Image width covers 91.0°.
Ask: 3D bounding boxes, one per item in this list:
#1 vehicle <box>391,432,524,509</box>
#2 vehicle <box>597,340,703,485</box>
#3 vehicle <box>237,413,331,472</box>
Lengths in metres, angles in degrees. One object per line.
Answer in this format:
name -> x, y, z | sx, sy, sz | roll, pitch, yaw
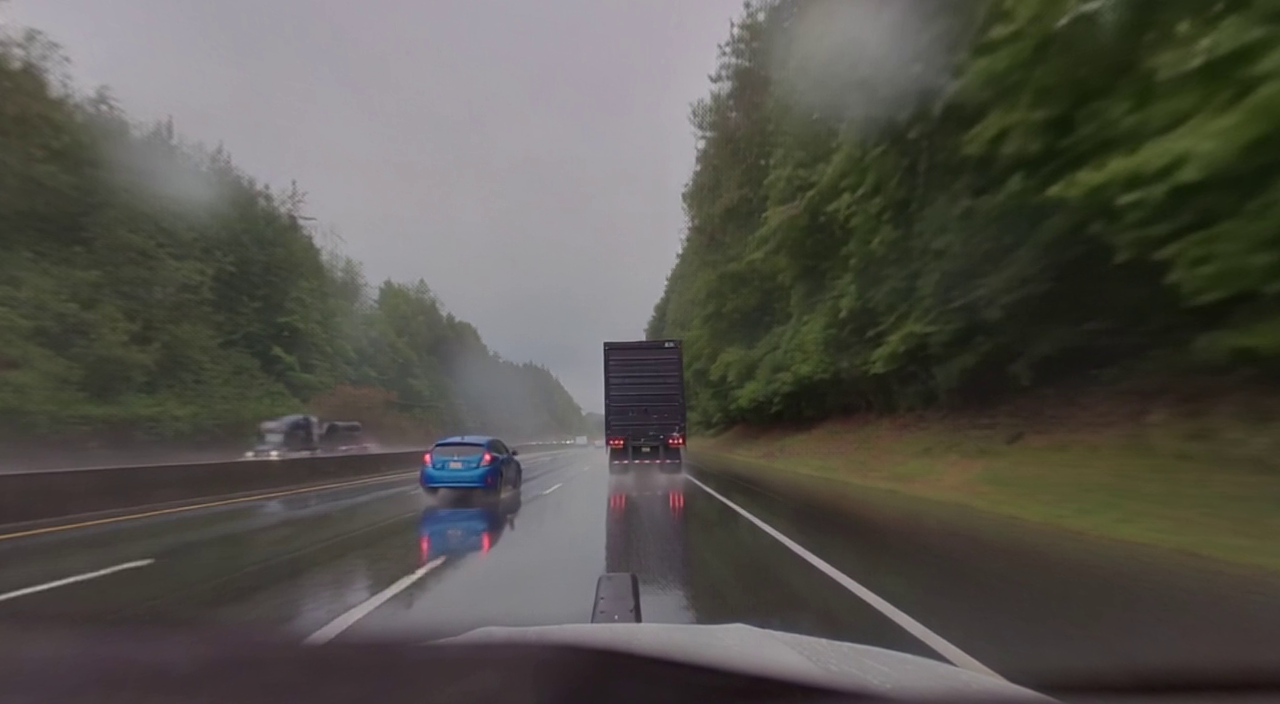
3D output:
vehicle -> -4.068, 2.690, 14.802 | 1.854, 1.530, 4.268 | 0, -8, 0
vehicle -> 0.165, 2.481, 23.591 | 3.073, 4.196, 10.546 | 0, -8, -1
vehicle -> -24.645, 6.319, 43.997 | 2.965, 3.823, 5.994 | 0, -8, -1
